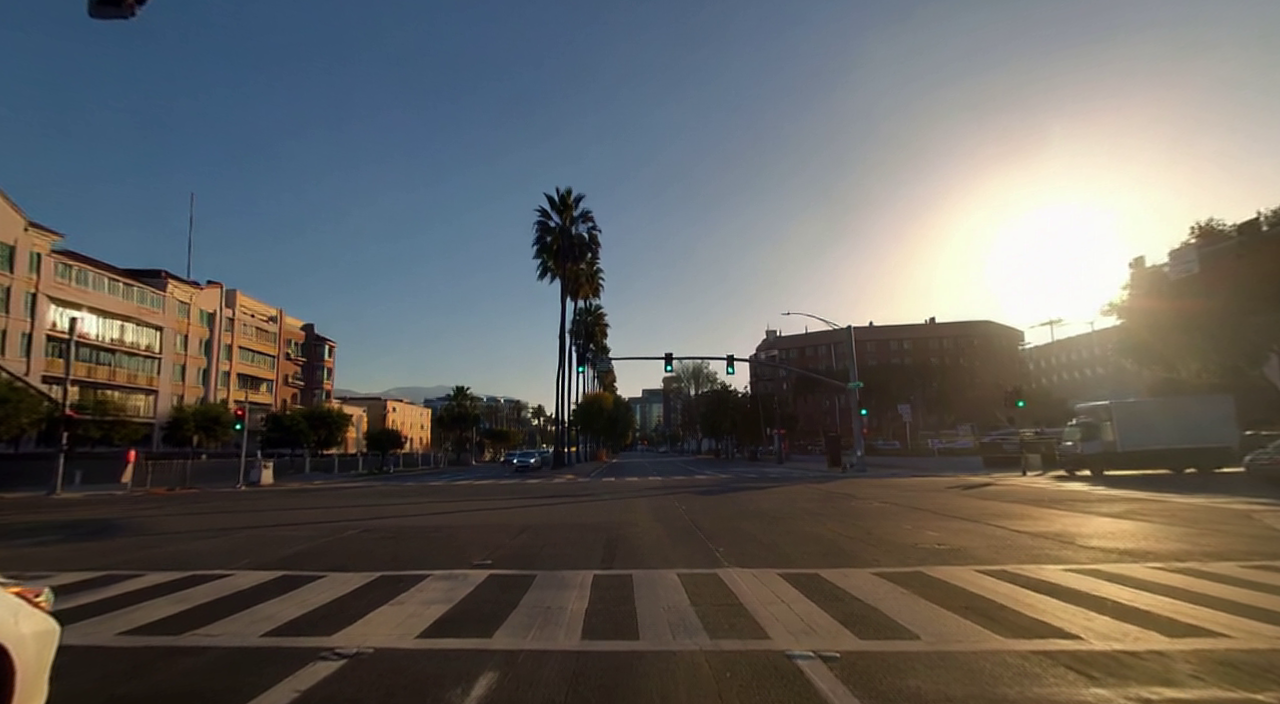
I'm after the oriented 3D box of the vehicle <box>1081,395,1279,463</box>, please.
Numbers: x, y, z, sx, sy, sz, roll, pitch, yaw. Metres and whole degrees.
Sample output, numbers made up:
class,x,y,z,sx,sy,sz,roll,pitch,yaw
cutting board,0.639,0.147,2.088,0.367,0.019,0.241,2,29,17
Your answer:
class,x,y,z,sx,sy,sz,roll,pitch,yaw
vehicle,32.583,4.852,39.008,2.863,3.609,10.252,0,-8,-3

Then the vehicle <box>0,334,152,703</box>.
class,x,y,z,sx,sy,sz,roll,pitch,yaw
vehicle,-3.364,0.535,0.615,2.026,1.723,4.832,0,-9,-2
